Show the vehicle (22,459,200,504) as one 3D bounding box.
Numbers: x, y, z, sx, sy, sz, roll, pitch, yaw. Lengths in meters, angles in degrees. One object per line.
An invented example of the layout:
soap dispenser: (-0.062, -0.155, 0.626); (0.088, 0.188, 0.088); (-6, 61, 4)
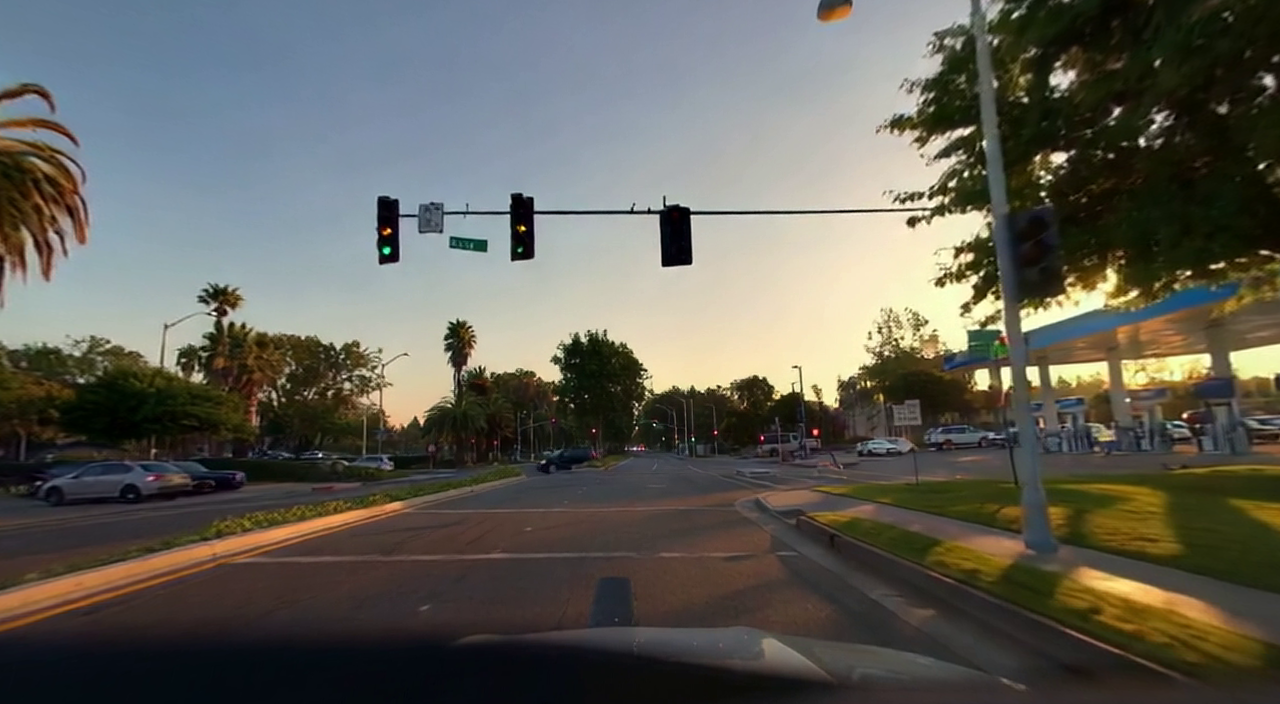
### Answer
vehicle: (-19.419, 4.749, 23.370); (4.758, 1.542, 1.941); (0, -9, -2)

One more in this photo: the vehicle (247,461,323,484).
vehicle: (-25.609, 8.730, 45.672); (4.407, 1.565, 1.861); (0, -9, 3)

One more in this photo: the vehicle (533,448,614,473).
vehicle: (-4.159, 6.839, 40.127); (4.763, 1.496, 1.920); (6, -10, -34)

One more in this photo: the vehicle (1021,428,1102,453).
vehicle: (30.351, 6.404, 45.584); (4.286, 1.519, 2.070); (-2, -9, -2)

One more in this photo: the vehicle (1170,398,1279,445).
vehicle: (42.831, 4.901, 44.401); (8.366, 3.165, 2.720); (0, -8, 1)
